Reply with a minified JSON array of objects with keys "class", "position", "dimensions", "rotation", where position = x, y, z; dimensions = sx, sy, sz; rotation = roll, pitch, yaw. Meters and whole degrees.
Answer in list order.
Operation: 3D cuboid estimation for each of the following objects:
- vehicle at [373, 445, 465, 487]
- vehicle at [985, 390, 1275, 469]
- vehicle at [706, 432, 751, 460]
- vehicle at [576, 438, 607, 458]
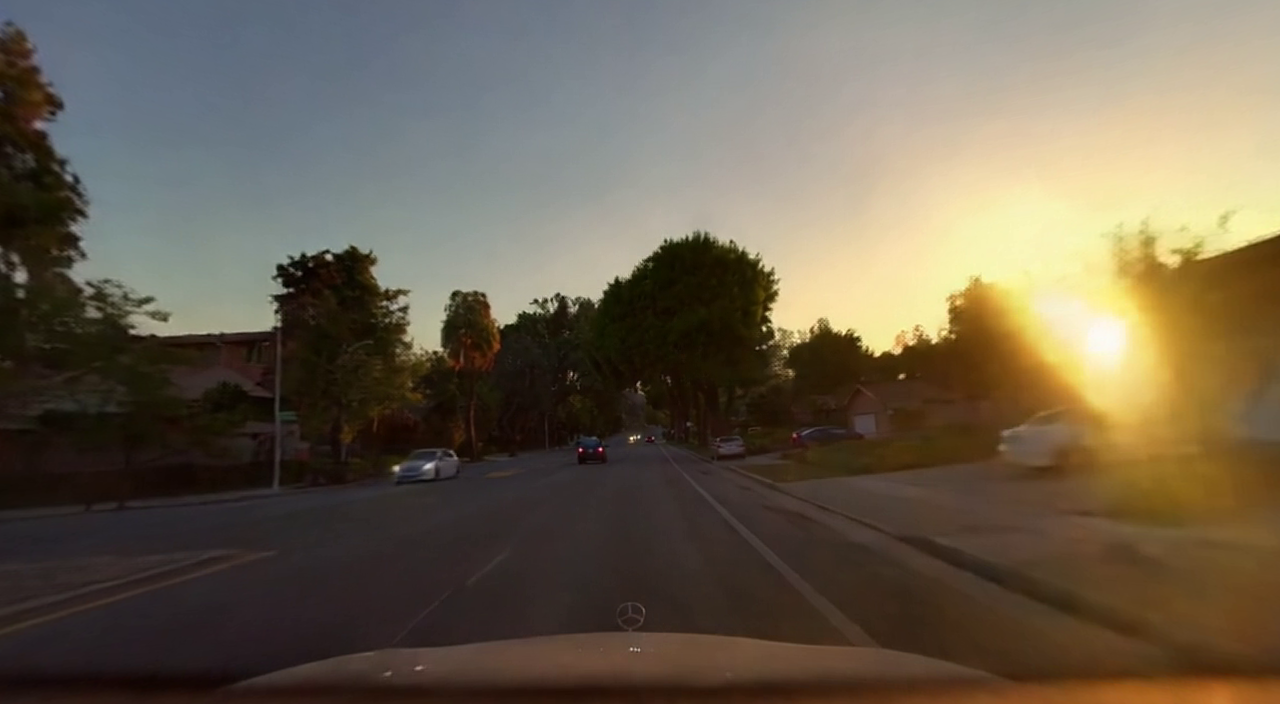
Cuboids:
[{"class":"vehicle","position":[-8.932,4.593,25.906],"dimensions":[2.027,1.522,4.469],"rotation":[-1,-8,2]},{"class":"vehicle","position":[10.317,1.678,13.582],"dimensions":[4.606,1.525,1.932],"rotation":[0,-8,-1]},{"class":"vehicle","position":[5.248,5.637,37.770],"dimensions":[1.995,1.546,4.474],"rotation":[0,-8,-1]},{"class":"vehicle","position":[-3.561,7.061,46.474],"dimensions":[1.973,1.400,3.915],"rotation":[0,-8,0]}]
